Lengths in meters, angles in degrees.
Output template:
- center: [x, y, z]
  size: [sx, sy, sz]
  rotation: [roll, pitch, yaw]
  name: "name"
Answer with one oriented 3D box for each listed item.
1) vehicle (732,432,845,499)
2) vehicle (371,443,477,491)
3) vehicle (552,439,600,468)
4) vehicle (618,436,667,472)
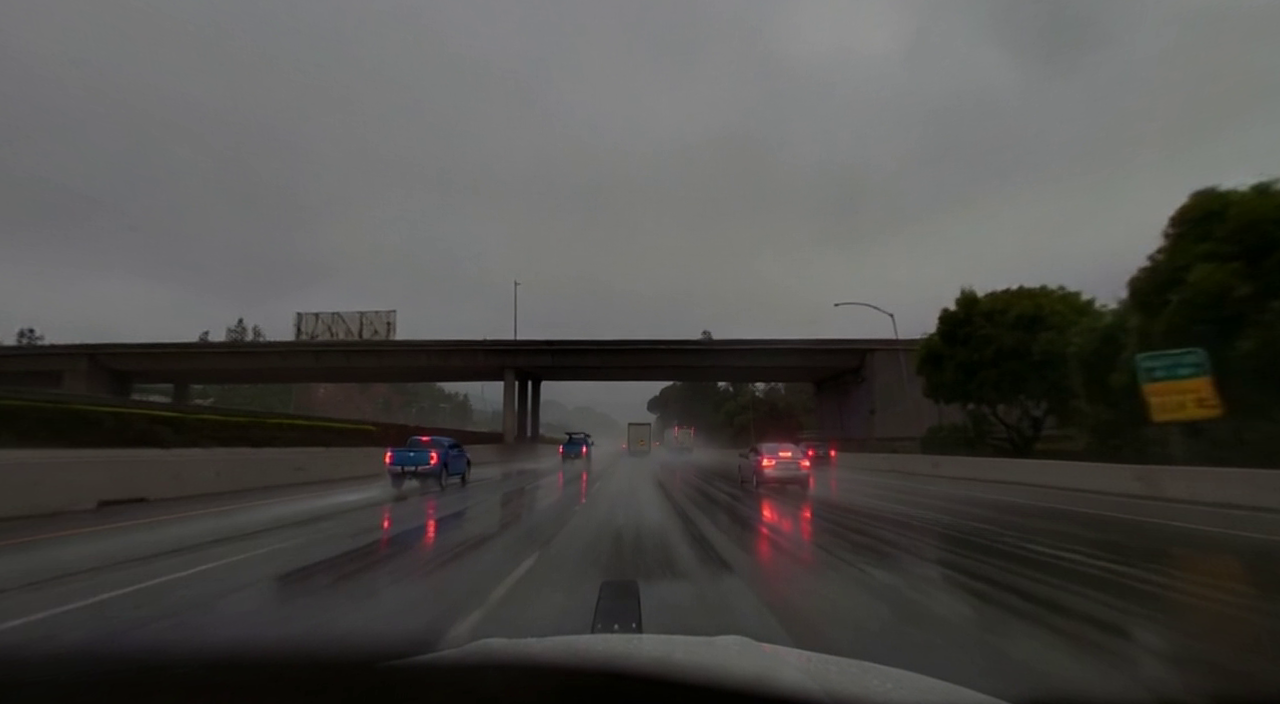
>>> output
- center: [3.984, 3.127, 17.748]
  size: [2.119, 1.653, 4.000]
  rotation: [0, -9, -1]
  name: "vehicle"
- center: [-7.188, 3.841, 21.588]
  size: [1.947, 1.444, 4.595]
  rotation: [0, -9, 1]
  name: "vehicle"
- center: [-4.011, 6.500, 40.654]
  size: [2.535, 1.715, 5.030]
  rotation: [0, -9, 0]
  name: "vehicle"
- center: [0.125, 5.774, 35.985]
  size: [2.572, 1.837, 5.693]
  rotation: [0, -9, 0]
  name: "vehicle"
